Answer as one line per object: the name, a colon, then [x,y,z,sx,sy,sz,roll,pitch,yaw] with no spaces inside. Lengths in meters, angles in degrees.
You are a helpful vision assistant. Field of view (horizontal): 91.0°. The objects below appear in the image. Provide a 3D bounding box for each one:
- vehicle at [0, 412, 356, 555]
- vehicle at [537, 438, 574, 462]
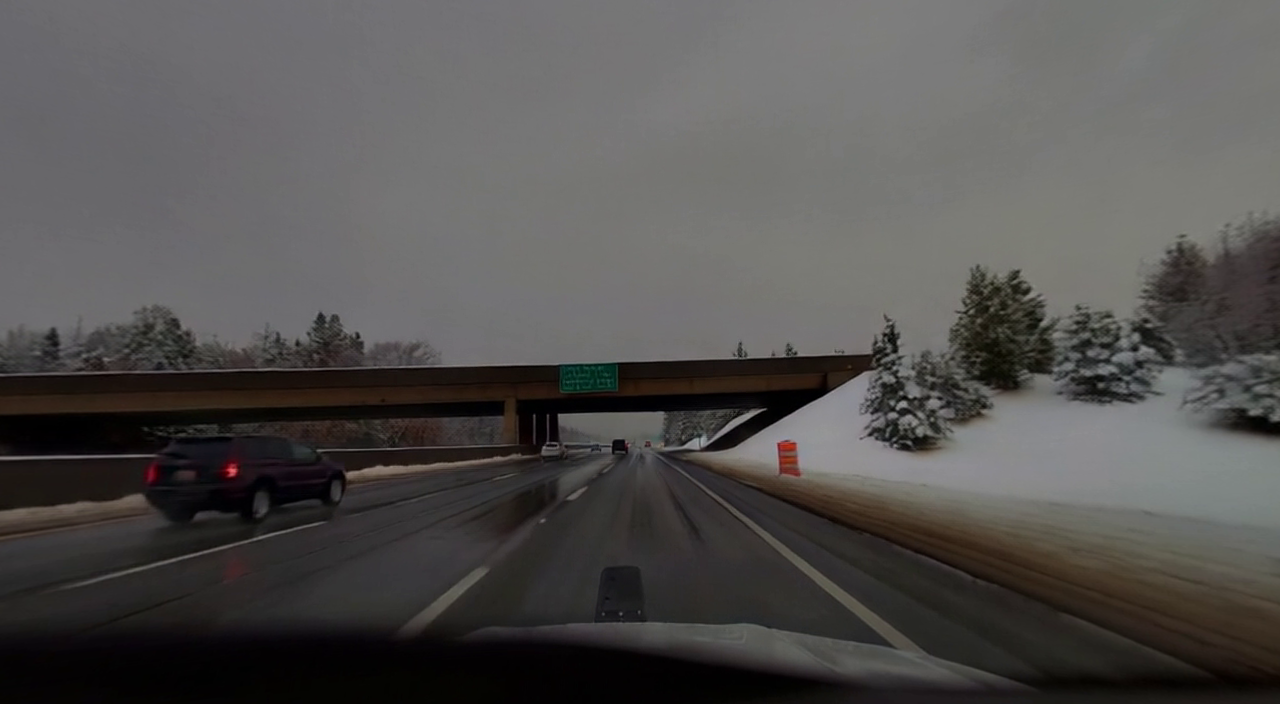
vehicle: [-6.911,1.968,10.222,2.169,1.701,5.113,0,-8,1]
vehicle: [-6.485,7.544,48.591,2.103,1.775,4.966,0,-8,1]
